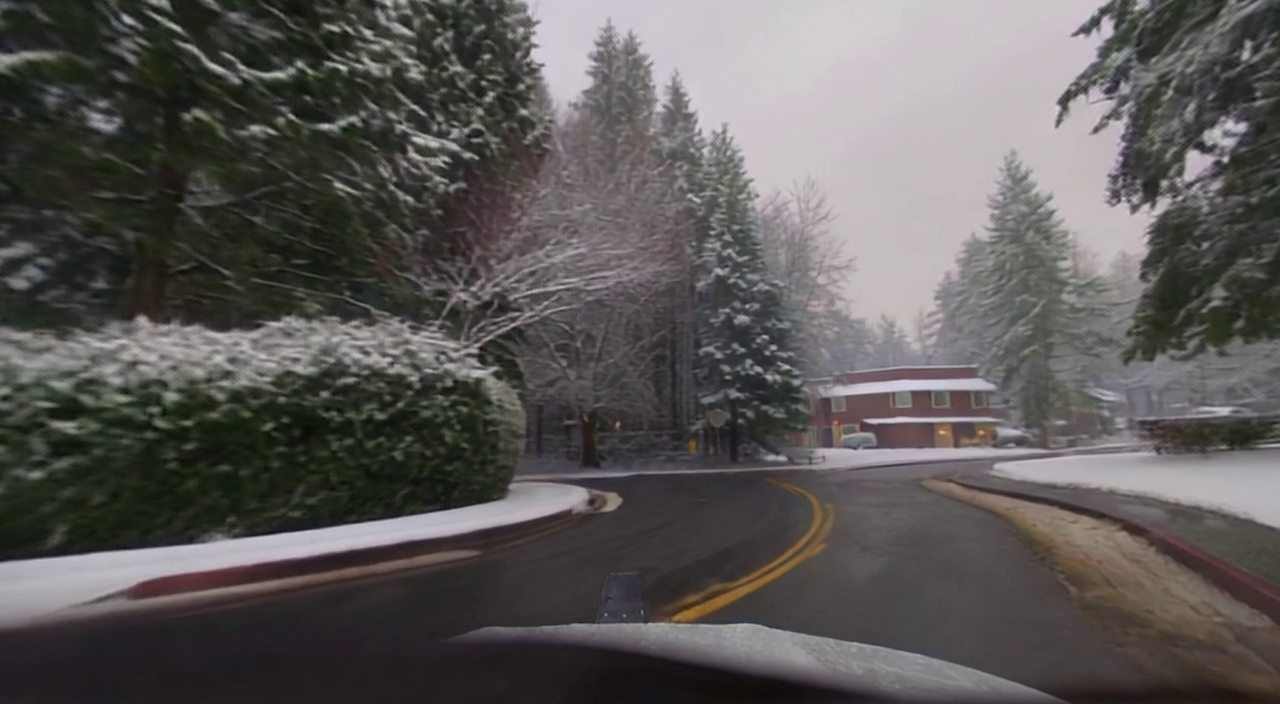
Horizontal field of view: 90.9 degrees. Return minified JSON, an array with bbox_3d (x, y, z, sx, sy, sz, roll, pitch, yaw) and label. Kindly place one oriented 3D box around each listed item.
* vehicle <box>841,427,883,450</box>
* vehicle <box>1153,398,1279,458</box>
[{"bbox_3d":[15.951,6.225,45.463,1.802,1.548,3.501,1,-8,1],"label":"vehicle"},{"bbox_3d":[19.863,2.529,20.585,2.023,1.756,4.799,0,-8,-3],"label":"vehicle"}]
